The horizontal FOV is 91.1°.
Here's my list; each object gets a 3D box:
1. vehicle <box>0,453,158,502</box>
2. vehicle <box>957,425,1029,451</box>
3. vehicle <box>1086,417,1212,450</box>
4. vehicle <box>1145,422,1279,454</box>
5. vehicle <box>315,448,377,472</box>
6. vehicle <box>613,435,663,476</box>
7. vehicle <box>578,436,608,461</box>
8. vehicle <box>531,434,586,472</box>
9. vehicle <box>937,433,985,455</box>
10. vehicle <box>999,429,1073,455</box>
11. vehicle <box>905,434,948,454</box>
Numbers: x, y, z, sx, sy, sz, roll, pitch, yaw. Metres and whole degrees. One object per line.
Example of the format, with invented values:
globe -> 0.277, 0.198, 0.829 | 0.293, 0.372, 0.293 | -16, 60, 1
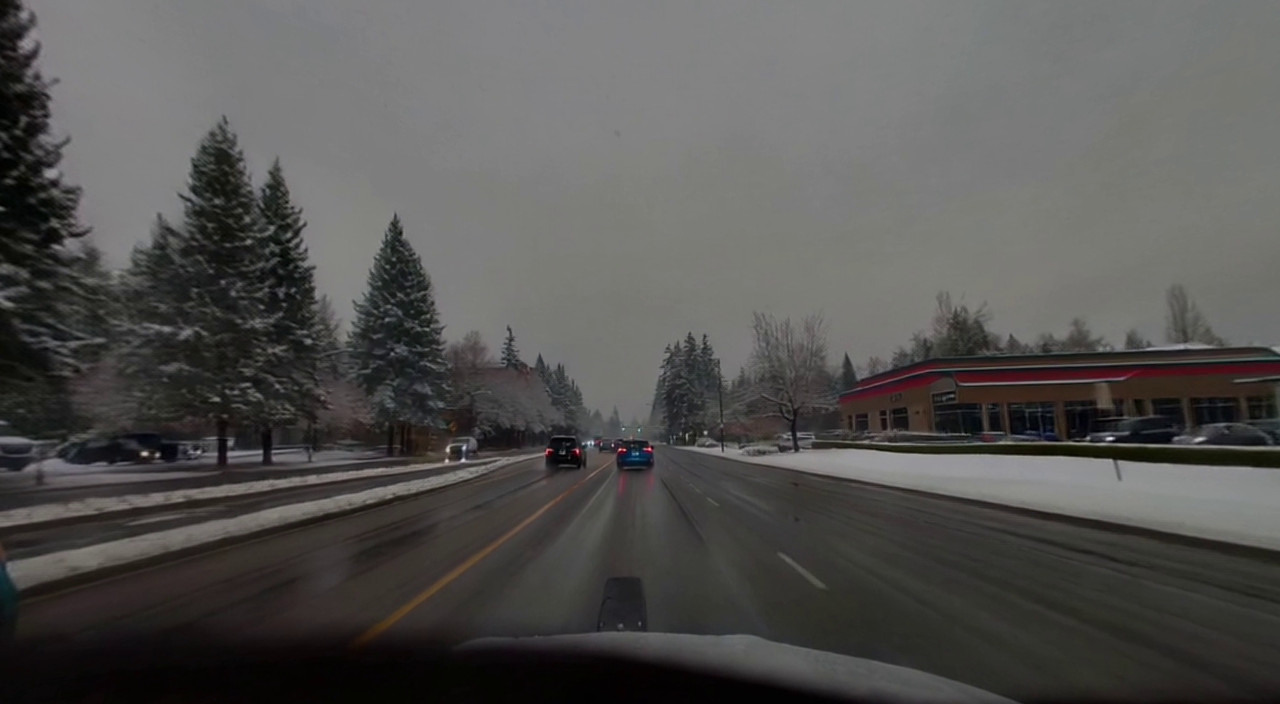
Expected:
vehicle -> -19.897, 4.367, 22.264 | 1.994, 1.475, 4.521 | 0, -8, 0
vehicle -> 24.521, 6.059, 43.839 | 2.079, 1.656, 4.564 | 0, -10, -4
vehicle -> 30.297, 4.876, 37.514 | 5.405, 1.896, 2.219 | -1, -8, 3
vehicle -> 29.851, 4.496, 32.676 | 5.212, 1.538, 2.086 | -1, -9, 2
vehicle -> -19.691, 7.234, 42.275 | 2.039, 1.497, 4.561 | 0, -8, 0
vehicle -> -0.092, 4.508, 27.597 | 2.042, 1.641, 4.187 | 0, -8, 0
vehicle -> -3.657, 7.632, 49.679 | 2.047, 1.810, 4.414 | 0, -8, 0
vehicle -> -3.970, 5.024, 31.318 | 2.113, 1.713, 4.422 | 0, -8, 0
vehicle -> 22.333, 6.385, 43.783 | 1.487, 1.361, 3.317 | -1, -6, -1
vehicle -> 26.790, 6.083, 42.673 | 2.036, 1.668, 4.285 | 1, -7, -4
vehicle -> 19.961, 6.427, 43.849 | 1.466, 1.357, 3.288 | -1, -9, 1
